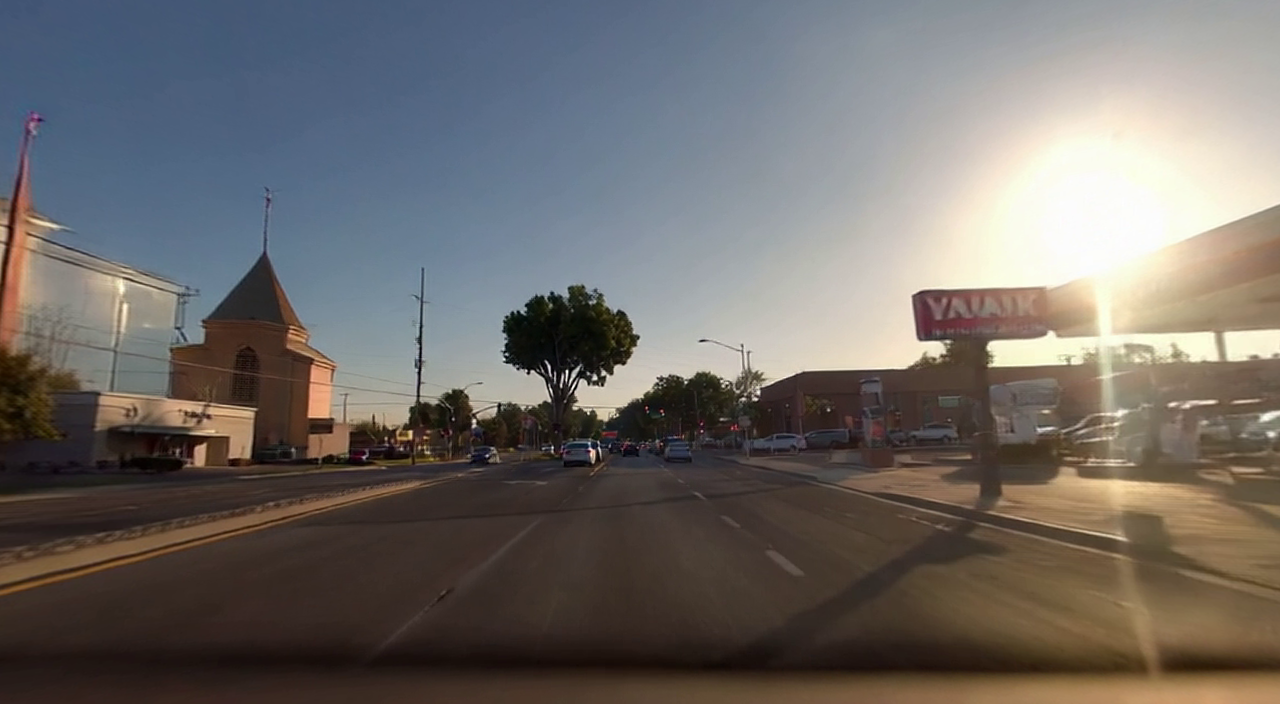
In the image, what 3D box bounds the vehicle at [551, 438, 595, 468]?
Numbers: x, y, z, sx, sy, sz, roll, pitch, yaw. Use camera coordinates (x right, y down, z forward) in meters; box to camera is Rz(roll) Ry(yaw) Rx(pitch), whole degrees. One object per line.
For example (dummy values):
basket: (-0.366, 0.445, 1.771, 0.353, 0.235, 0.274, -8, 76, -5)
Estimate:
vehicle: (-3.847, 5.887, 37.010, 2.040, 1.661, 4.573, 0, -8, 1)
